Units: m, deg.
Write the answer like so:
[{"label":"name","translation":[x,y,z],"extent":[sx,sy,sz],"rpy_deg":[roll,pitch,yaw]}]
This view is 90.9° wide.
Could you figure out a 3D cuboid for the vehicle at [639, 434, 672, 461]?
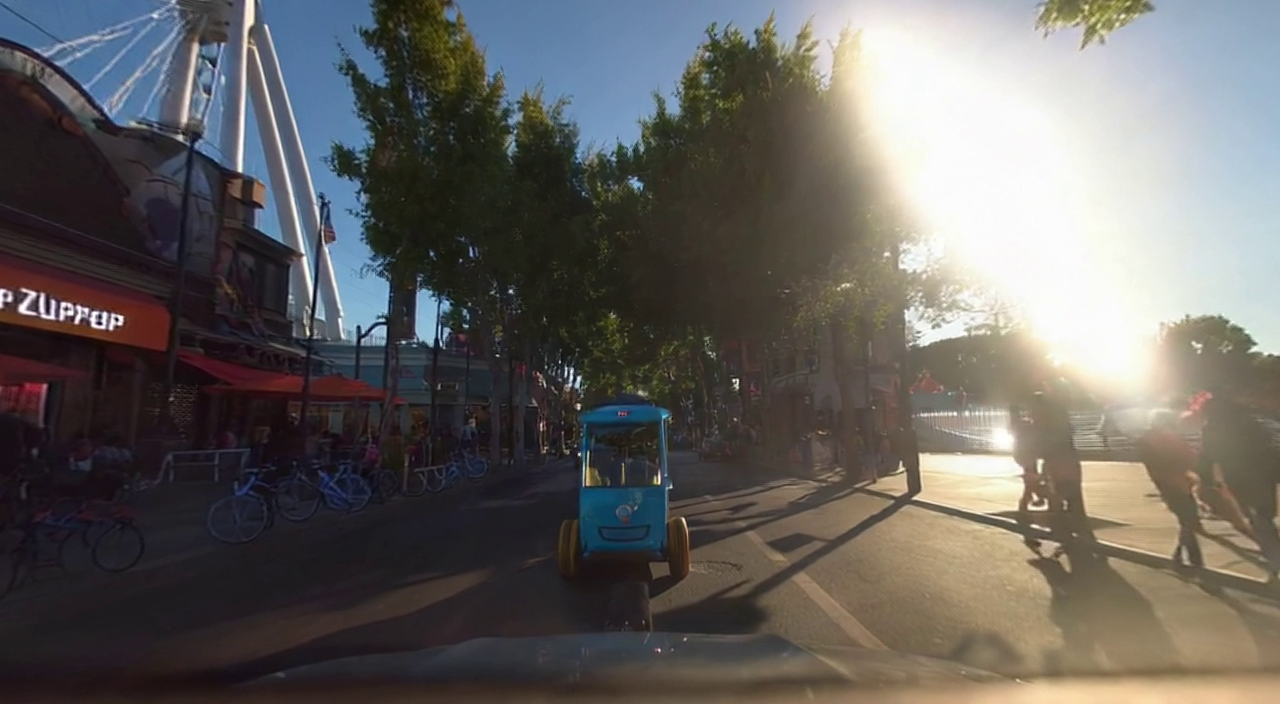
[{"label":"vehicle","translation":[1.115,6.736,44.246],"extent":[2.221,1.773,4.228],"rpy_deg":[-1,-9,2]}]

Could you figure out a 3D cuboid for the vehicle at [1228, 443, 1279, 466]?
[{"label":"vehicle","translation":[41.783,6.722,41.359],"extent":[4.120,1.445,1.893],"rpy_deg":[-2,-9,10]}]
